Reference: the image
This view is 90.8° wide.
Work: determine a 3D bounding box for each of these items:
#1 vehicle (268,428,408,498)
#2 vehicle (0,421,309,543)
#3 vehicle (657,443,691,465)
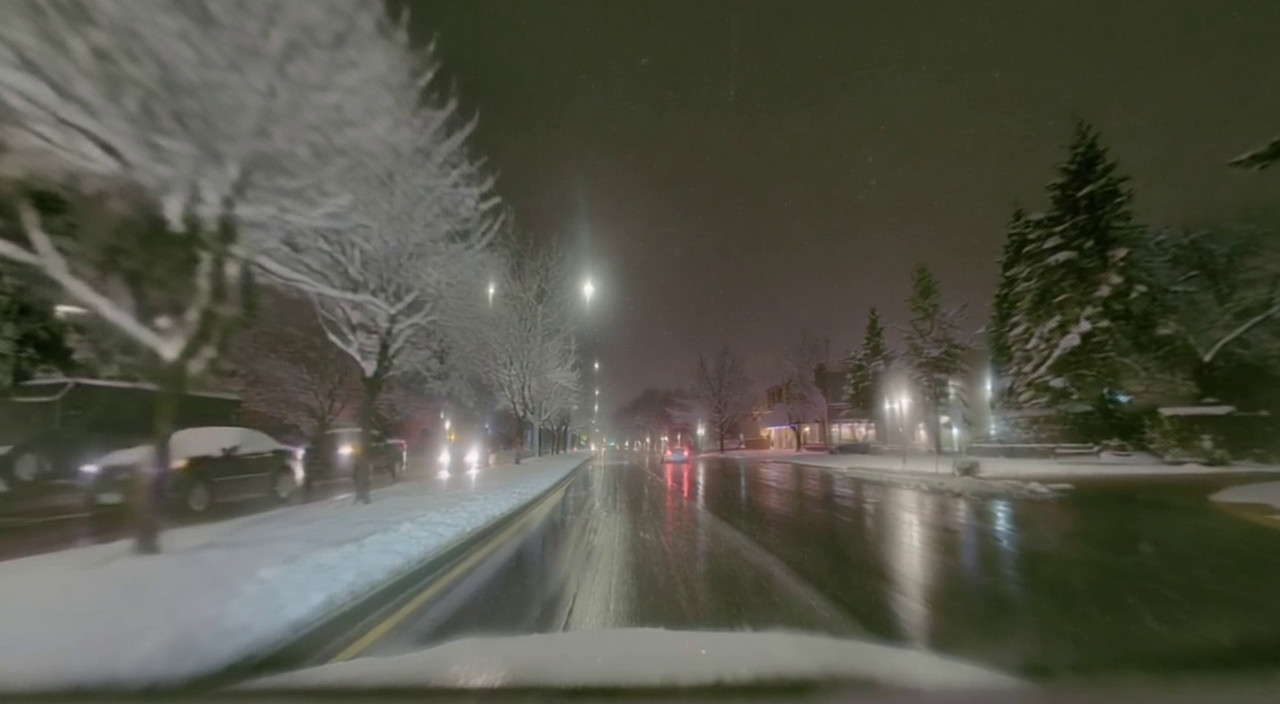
[{"bbox_3d":[-8.846,3.248,19.142,2.016,1.766,5.155,-1,-7,-4],"label":"vehicle"},{"bbox_3d":[-8.556,2.207,11.826,2.183,1.769,4.972,0,-7,-2],"label":"vehicle"},{"bbox_3d":[2.457,7.557,46.960,1.913,1.473,4.360,0,-9,-4],"label":"vehicle"}]
